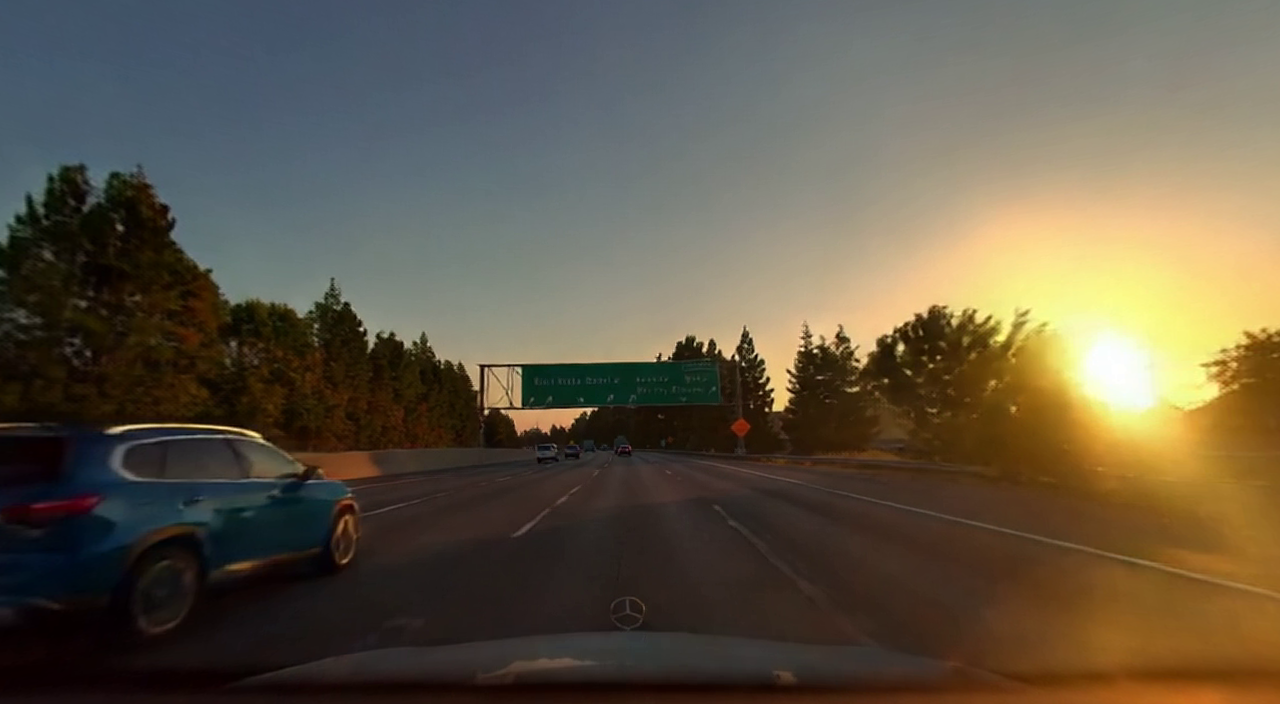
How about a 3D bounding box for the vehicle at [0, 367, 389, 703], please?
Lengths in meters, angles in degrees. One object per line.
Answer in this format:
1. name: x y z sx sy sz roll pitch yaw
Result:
1. vehicle: -4.105 1.256 5.195 2.162 1.724 4.537 0 -8 0
